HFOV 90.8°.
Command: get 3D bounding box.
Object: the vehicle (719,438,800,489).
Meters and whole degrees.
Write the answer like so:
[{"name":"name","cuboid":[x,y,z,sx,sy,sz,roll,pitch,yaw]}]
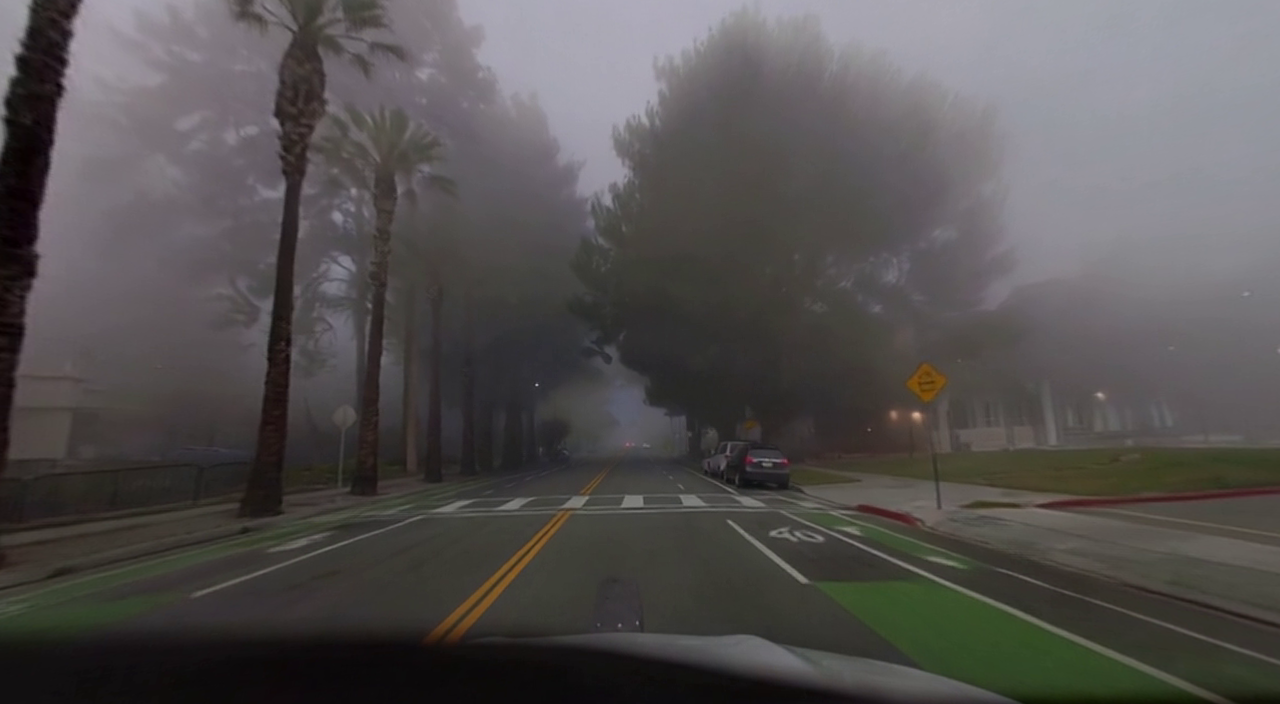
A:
[{"name":"vehicle","cuboid":[4.251,4.023,23.206,1.997,1.640,4.494,0,-9,-1]}]
